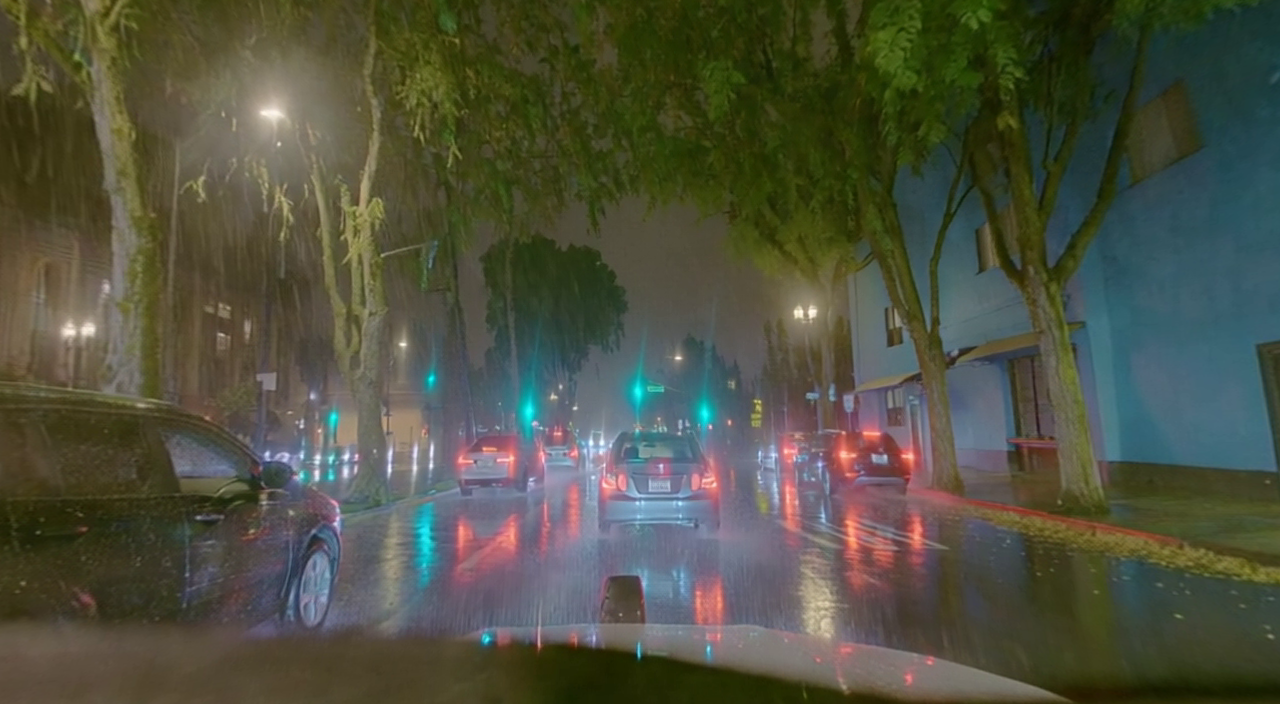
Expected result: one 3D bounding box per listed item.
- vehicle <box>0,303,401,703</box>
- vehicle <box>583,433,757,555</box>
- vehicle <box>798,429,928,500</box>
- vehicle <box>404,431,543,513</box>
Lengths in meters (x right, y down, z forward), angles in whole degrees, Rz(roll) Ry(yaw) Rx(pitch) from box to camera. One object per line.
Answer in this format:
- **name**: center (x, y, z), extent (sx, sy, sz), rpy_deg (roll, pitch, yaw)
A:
- **vehicle**: center (-3.267, 0.934, 3.391), extent (2.152, 1.802, 4.628), rpy_deg (0, -9, 0)
- **vehicle**: center (0.272, 2.002, 9.603), extent (2.095, 1.438, 3.843), rpy_deg (0, -9, -3)
- **vehicle**: center (6.346, 3.249, 18.688), extent (2.025, 1.808, 4.579), rpy_deg (0, -9, -2)
- **vehicle**: center (-3.509, 2.620, 14.260), extent (1.901, 1.522, 4.556), rpy_deg (0, -9, 0)
